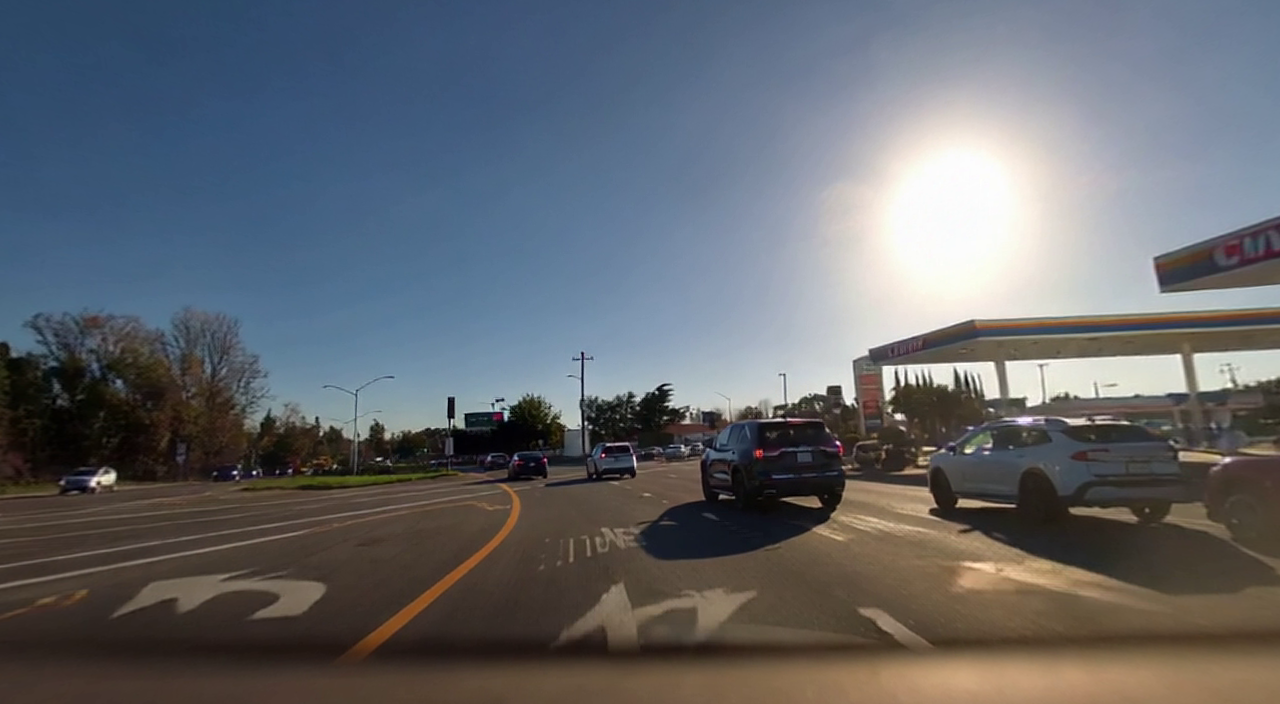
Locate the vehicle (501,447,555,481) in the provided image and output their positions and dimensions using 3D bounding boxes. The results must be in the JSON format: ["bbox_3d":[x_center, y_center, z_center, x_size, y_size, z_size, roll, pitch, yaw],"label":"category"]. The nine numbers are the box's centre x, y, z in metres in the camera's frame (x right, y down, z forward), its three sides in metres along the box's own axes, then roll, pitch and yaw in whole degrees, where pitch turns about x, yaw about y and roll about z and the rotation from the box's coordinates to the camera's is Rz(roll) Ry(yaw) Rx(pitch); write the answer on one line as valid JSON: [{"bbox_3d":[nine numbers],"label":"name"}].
[{"bbox_3d":[-5.531,5.404,30.781,2.107,1.527,4.174,2,-9,-16],"label":"vehicle"}]

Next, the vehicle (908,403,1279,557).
[{"bbox_3d":[5.772,1.669,8.866,1.881,1.604,4.289,1,-8,-4],"label":"vehicle"}]

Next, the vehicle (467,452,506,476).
[{"bbox_3d":[-11.456,8.286,46.887,2.193,1.609,3.874,3,-9,-21],"label":"vehicle"}]

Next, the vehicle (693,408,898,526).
[{"bbox_3d":[2.599,2.111,12.071,2.184,1.777,4.712,1,-9,-8],"label":"vehicle"}]

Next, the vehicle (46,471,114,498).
[{"bbox_3d":[-37.178,8.759,41.980,1.788,1.479,4.506,3,-9,-21],"label":"vehicle"}]

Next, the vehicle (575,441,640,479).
[{"bbox_3d":[-1.579,4.971,29.218,2.012,1.612,4.114,3,-9,-17],"label":"vehicle"}]
